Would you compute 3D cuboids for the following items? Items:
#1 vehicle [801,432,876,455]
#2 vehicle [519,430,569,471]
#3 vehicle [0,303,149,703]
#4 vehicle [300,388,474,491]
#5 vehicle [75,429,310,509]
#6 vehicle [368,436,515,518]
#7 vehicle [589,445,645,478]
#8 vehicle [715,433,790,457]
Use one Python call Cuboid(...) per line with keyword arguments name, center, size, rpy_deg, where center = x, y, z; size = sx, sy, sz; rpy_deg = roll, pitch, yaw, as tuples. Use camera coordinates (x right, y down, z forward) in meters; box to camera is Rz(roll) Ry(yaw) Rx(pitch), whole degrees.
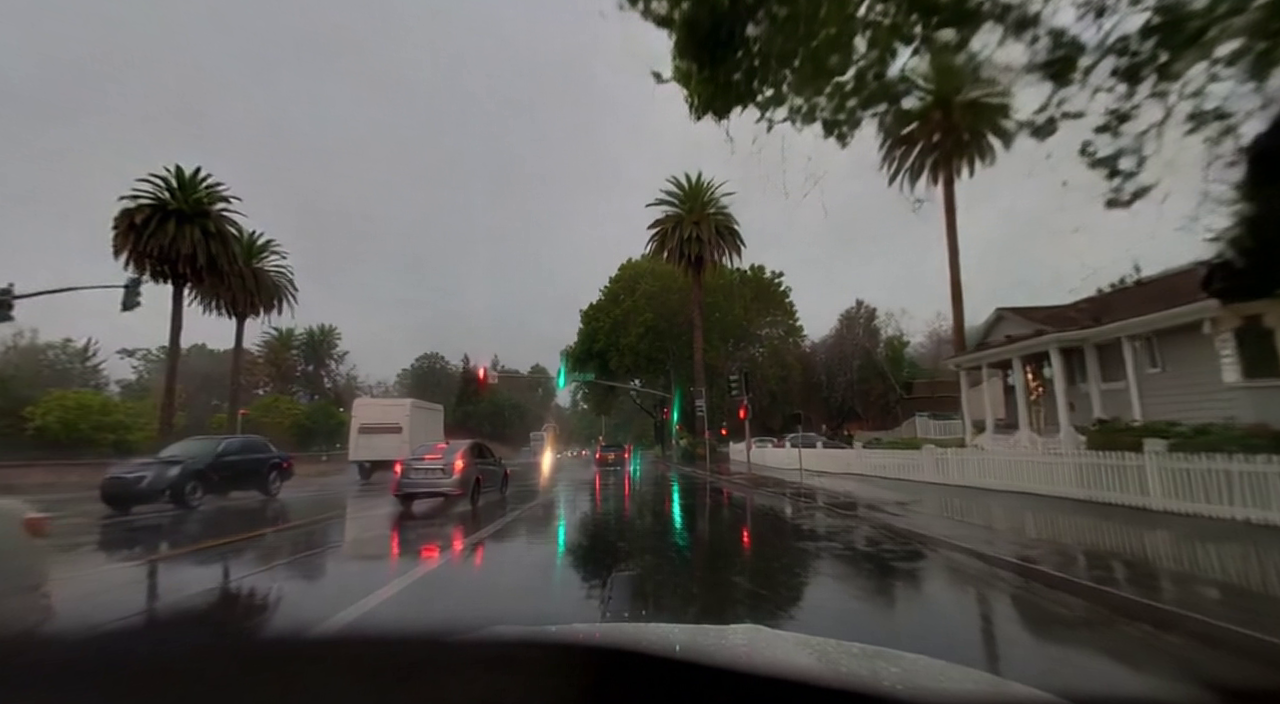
Cuboid(name="vehicle", center=(13.933, 6.421, 44.353), size=(4.615, 1.555, 2.021), rpy_deg=(2, -9, -16))
Cuboid(name="vehicle", center=(-4.797, 4.987, 32.093), size=(2.032, 1.852, 4.571), rpy_deg=(-1, -8, -3))
Cuboid(name="vehicle", center=(-3.988, 0.500, 1.132), size=(2.144, 1.877, 4.899), rpy_deg=(-1, -8, 2))
Cuboid(name="vehicle", center=(-7.608, 2.812, 20.140), size=(2.821, 2.701, 6.721), rpy_deg=(0, -8, -1))
Cuboid(name="vehicle", center=(-10.879, 2.871, 16.027), size=(2.364, 1.648, 5.116), rpy_deg=(0, -8, -2))
Cuboid(name="vehicle", center=(-3.961, 2.544, 13.398), size=(1.709, 1.425, 4.337), rpy_deg=(-1, -8, 0))
Cuboid(name="vehicle", center=(-1.003, 4.461, 26.034), size=(2.131, 1.222, 3.868), rpy_deg=(0, -8, -4))
Cuboid(name="vehicle", center=(8.099, 6.696, 45.444), size=(4.742, 1.690, 2.218), rpy_deg=(3, -9, -19))
